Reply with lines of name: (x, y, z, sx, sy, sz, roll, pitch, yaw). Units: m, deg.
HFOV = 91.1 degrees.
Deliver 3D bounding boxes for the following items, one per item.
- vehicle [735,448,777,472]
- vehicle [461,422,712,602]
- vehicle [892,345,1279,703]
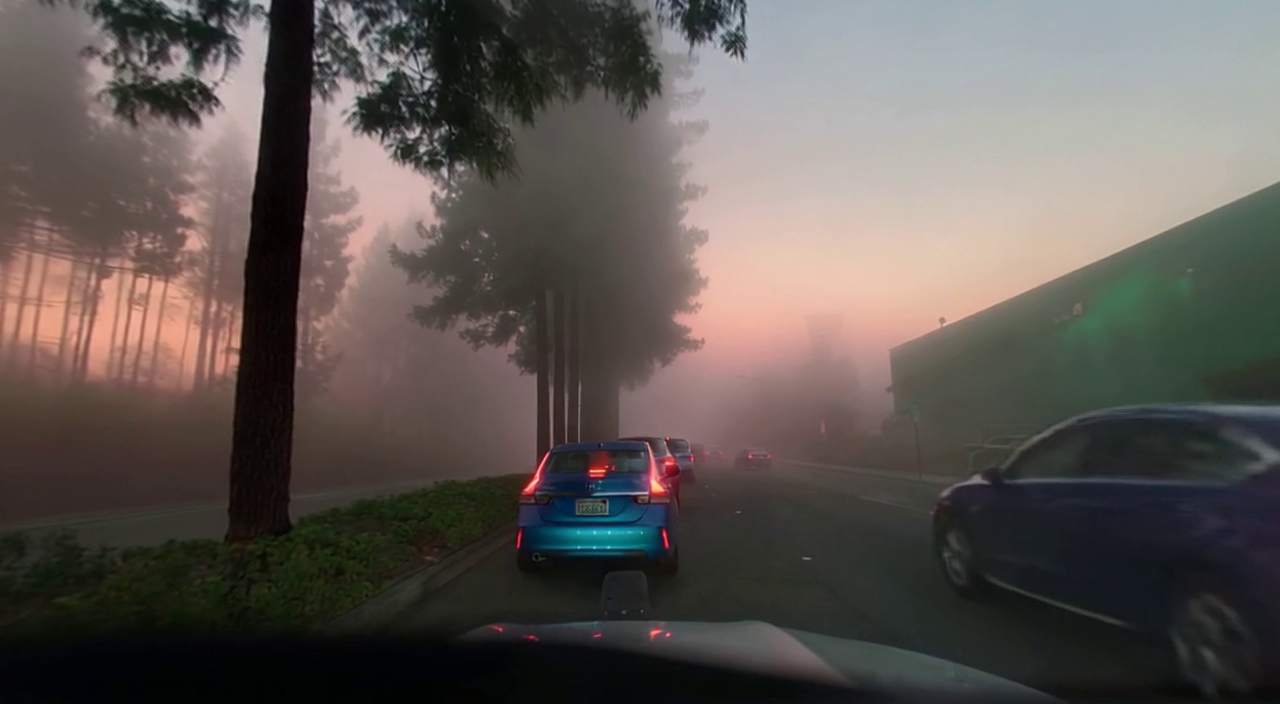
vehicle: (7.216, 6.741, 39.400, 1.909, 1.380, 3.905, 0, -9, 0)
vehicle: (-0.471, 1.659, 7.381, 2.111, 1.506, 4.018, 0, -9, -1)
vehicle: (3.480, 1.061, 4.109, 1.946, 1.648, 4.230, 0, -9, 1)
